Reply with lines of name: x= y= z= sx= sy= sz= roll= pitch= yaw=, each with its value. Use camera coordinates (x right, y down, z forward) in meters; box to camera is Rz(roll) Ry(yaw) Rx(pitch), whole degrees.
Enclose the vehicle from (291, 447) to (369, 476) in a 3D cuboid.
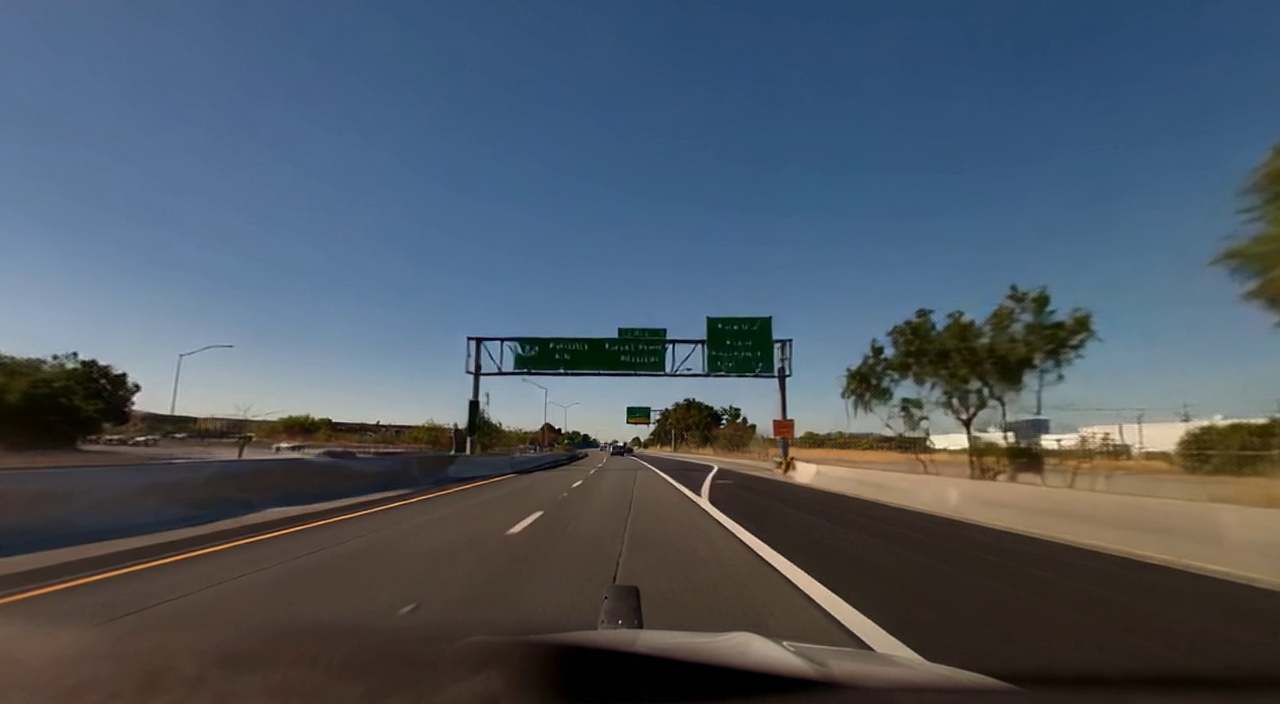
vehicle: x=-16.975 y=5.998 z=34.586 sx=1.878 sy=1.490 sz=4.785 roll=0 pitch=-9 yaw=-1
